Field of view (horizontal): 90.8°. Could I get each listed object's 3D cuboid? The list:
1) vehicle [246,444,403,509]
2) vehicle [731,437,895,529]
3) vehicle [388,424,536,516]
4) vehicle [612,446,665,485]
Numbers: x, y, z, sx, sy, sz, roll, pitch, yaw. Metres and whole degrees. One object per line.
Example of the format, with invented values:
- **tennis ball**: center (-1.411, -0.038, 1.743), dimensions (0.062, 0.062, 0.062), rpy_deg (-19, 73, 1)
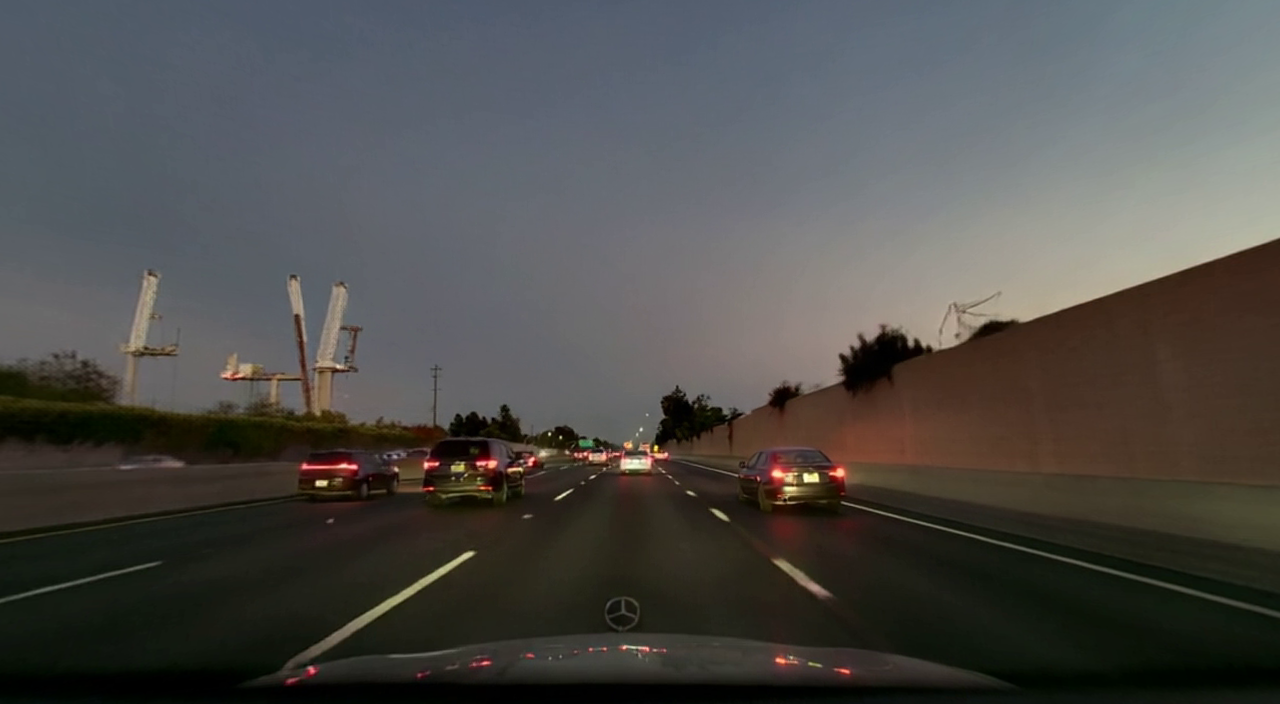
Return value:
- **vehicle**: center (-8.099, 3.199, 16.778), dimensions (1.908, 1.476, 4.342), rpy_deg (0, -9, 0)
- **vehicle**: center (3.223, 2.527, 12.845), dimensions (1.917, 1.507, 4.540), rpy_deg (0, -9, -2)
- **vehicle**: center (-3.852, 2.644, 14.629), dimensions (2.121, 1.775, 4.335), rpy_deg (0, -9, 0)
- **vehicle**: center (-0.082, 4.666, 26.325), dimensions (2.045, 1.452, 4.040), rpy_deg (0, -9, -1)
